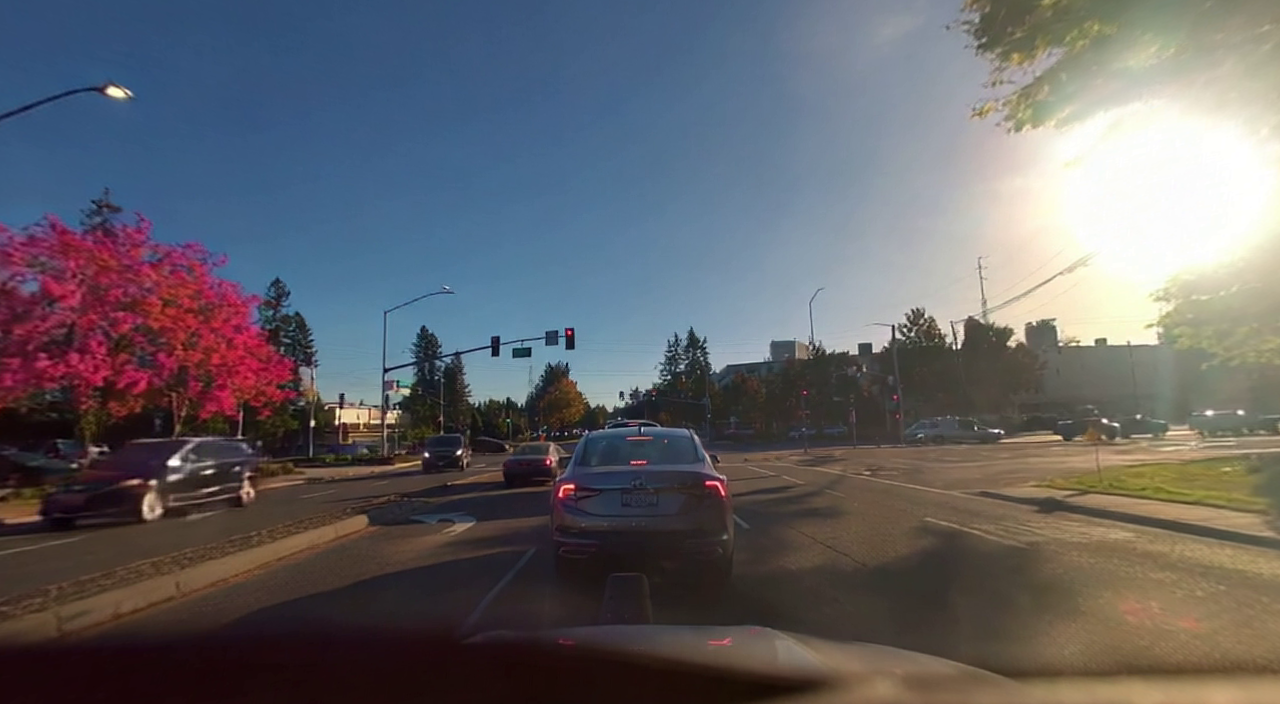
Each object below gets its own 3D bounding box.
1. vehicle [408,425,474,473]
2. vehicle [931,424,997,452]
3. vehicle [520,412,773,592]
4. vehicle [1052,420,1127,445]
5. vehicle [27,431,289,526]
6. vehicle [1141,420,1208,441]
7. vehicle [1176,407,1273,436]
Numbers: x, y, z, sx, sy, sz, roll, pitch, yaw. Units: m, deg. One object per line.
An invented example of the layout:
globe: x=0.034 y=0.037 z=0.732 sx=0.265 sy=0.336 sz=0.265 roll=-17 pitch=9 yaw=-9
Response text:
vehicle: x=-9.549 y=4.685 z=30.661 sx=2.378 sy=2.084 sz=5.225 roll=1 pitch=-8 yaw=-10
vehicle: x=18.396 y=4.878 z=35.687 sx=4.091 sy=1.495 sz=2.053 roll=8 pitch=-12 yaw=-44
vehicle: x=0.020 y=1.554 z=7.366 sx=2.112 sy=1.482 sz=4.057 roll=0 pitch=-8 yaw=-1
vehicle: x=34.770 y=6.229 z=48.802 sx=4.294 sy=1.557 sz=1.744 roll=-4 pitch=-7 yaw=1
vehicle: x=-9.988 y=2.616 z=13.689 sx=2.108 sy=1.671 sz=4.535 roll=0 pitch=-8 yaw=0
vehicle: x=41.273 y=6.048 z=48.664 sx=3.573 sy=1.432 sz=1.604 roll=-3 pitch=-7 yaw=2
vehicle: x=36.331 y=4.393 z=39.342 sx=1.848 sy=1.581 sz=4.475 roll=-1 pitch=-8 yaw=3
